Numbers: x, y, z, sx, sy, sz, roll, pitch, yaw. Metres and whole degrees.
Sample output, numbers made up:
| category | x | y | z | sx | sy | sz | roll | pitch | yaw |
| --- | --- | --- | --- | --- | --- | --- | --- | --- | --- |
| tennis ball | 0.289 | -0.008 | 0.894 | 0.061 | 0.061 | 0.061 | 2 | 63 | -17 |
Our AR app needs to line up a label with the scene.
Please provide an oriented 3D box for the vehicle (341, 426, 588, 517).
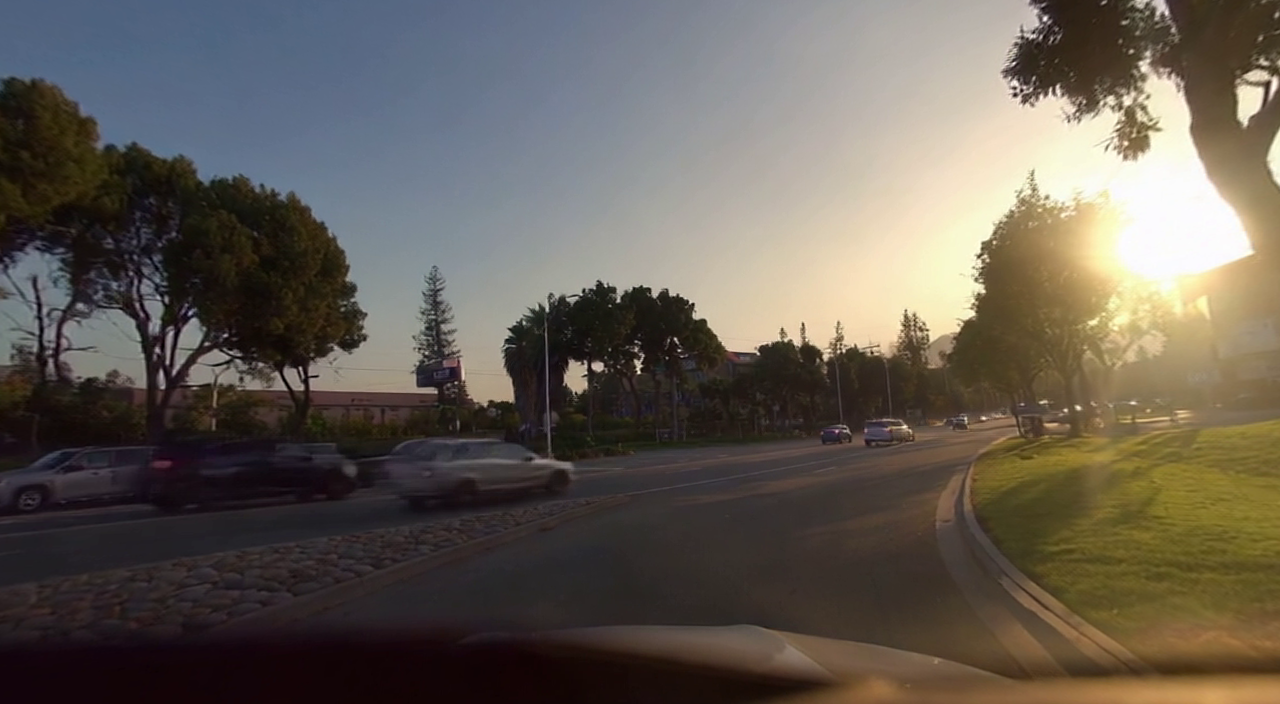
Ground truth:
| category | x | y | z | sx | sy | sz | roll | pitch | yaw |
| --- | --- | --- | --- | --- | --- | --- | --- | --- | --- |
| vehicle | -3.306 | 2.315 | 12.784 | 1.984 | 1.482 | 4.482 | -8 | -11 | 38 |

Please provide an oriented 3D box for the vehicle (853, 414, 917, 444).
| category | x | y | z | sx | sy | sz | roll | pitch | yaw |
| --- | --- | --- | --- | --- | --- | --- | --- | --- | --- |
| vehicle | 17.650 | 5.605 | 45.366 | 2.517 | 1.936 | 4.748 | -10 | -13 | 43 |

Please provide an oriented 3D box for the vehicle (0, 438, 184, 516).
| category | x | y | z | sx | sy | sz | roll | pitch | yaw |
| --- | --- | --- | --- | --- | --- | --- | --- | --- | --- |
| vehicle | -17.061 | 3.644 | 19.005 | 2.294 | 2.000 | 4.788 | -6 | -9 | 30 |

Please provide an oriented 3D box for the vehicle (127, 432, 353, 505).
| category | x | y | z | sx | sy | sz | roll | pitch | yaw |
| --- | --- | --- | --- | --- | --- | --- | --- | --- | --- |
| vehicle | -11.239 | 3.291 | 18.111 | 2.506 | 1.718 | 4.822 | -11 | -13 | 35 |
